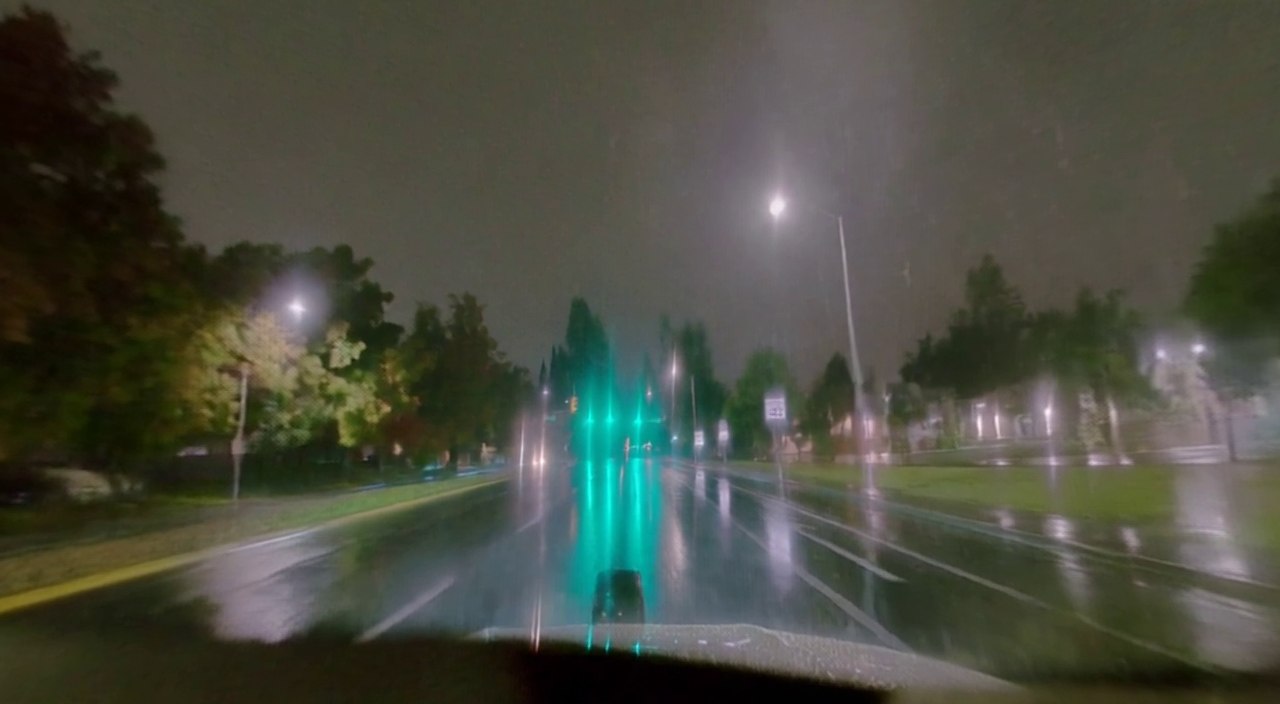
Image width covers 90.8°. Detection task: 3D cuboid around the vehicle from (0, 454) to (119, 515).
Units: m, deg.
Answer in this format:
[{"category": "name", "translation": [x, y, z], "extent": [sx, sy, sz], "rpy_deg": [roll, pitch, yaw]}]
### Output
[{"category": "vehicle", "translation": [-20.223, 4.209, 20.370], "extent": [4.761, 1.812, 2.206], "rpy_deg": [0, -9, -1]}]
